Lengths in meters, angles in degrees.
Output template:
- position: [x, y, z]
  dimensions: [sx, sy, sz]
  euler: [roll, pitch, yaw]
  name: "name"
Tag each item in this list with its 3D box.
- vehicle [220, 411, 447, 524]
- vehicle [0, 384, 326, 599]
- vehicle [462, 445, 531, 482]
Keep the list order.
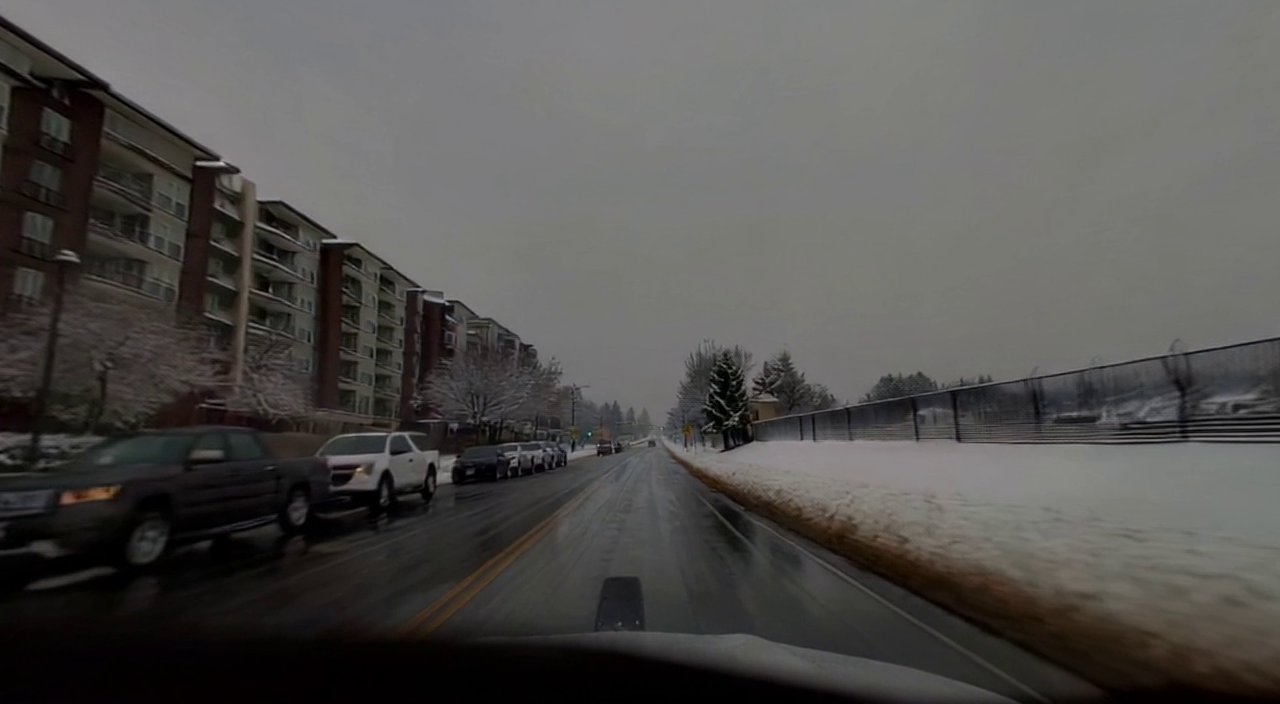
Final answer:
- position: [-6.469, 2.534, 14.420]
  dimensions: [2.331, 1.962, 5.633]
  euler: [2, -8, 0]
  name: "vehicle"
- position: [-6.589, 1.626, 8.402]
  dimensions: [2.192, 1.965, 4.917]
  euler: [2, -8, 1]
  name: "vehicle"
- position: [-6.368, 4.977, 28.565]
  dimensions: [1.914, 1.417, 4.750]
  euler: [2, -8, 1]
  name: "vehicle"
